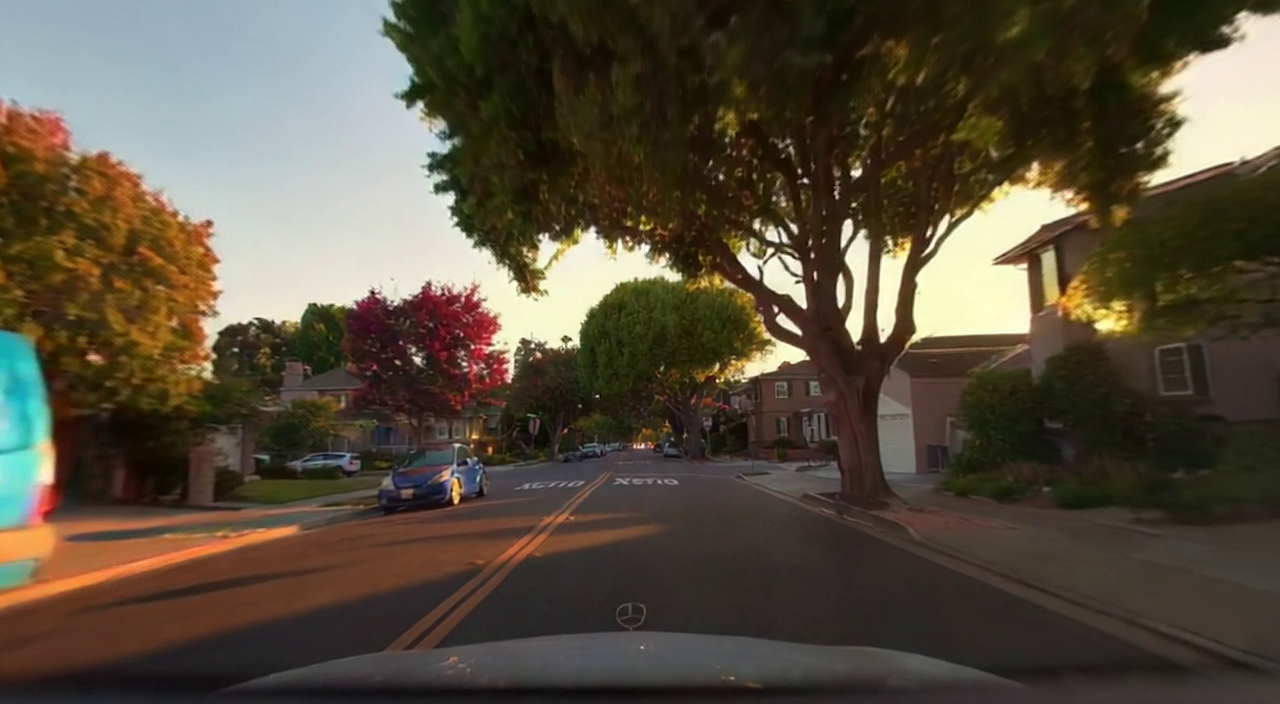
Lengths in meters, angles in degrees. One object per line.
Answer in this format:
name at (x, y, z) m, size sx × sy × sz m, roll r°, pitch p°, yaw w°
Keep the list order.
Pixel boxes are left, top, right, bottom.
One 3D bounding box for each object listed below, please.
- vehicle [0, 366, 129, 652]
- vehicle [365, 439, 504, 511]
vehicle at (-5.717, 0.872, 2.806) m, size 2.315 × 2.008 × 5.343 m, roll 0°, pitch -8°, yaw 1°
vehicle at (-5.016, 3.043, 16.195) m, size 2.038 × 1.571 × 4.524 m, roll 0°, pitch -8°, yaw 0°
